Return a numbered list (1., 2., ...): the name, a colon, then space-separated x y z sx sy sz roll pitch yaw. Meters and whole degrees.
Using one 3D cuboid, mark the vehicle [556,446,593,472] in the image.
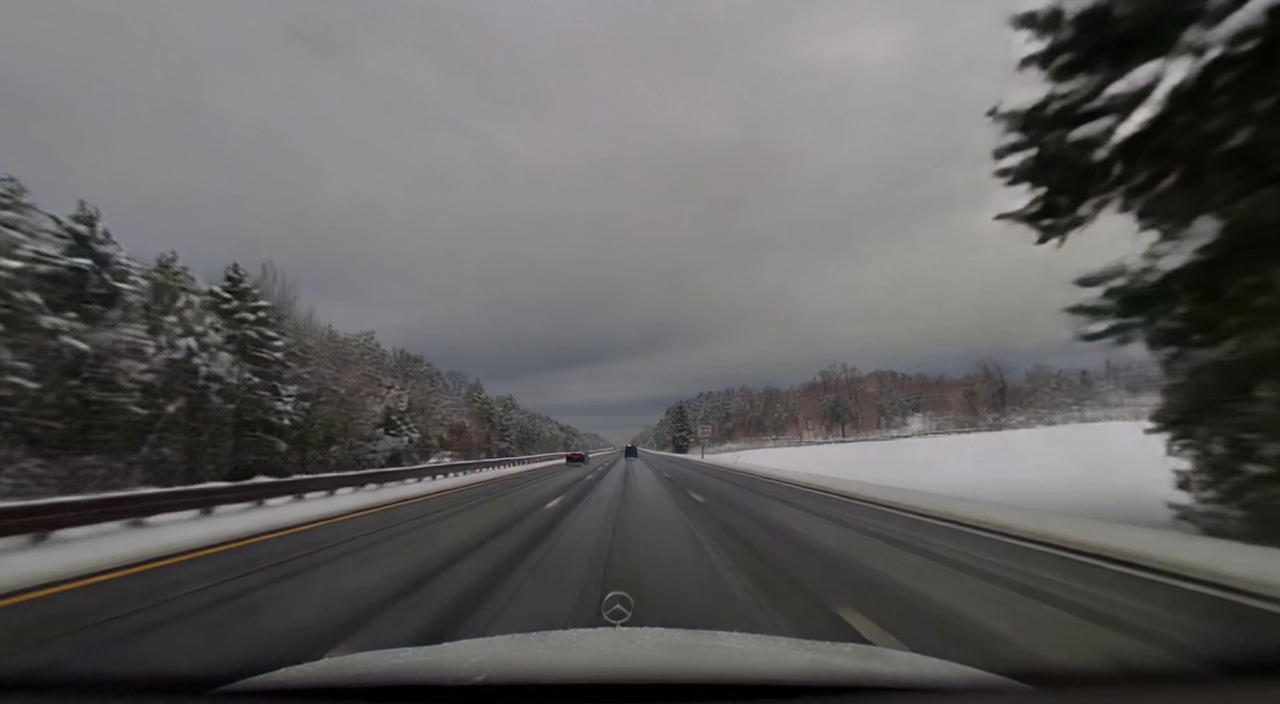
1. vehicle: -4.042 6.710 39.591 1.970 1.492 3.944 0 -9 -1
